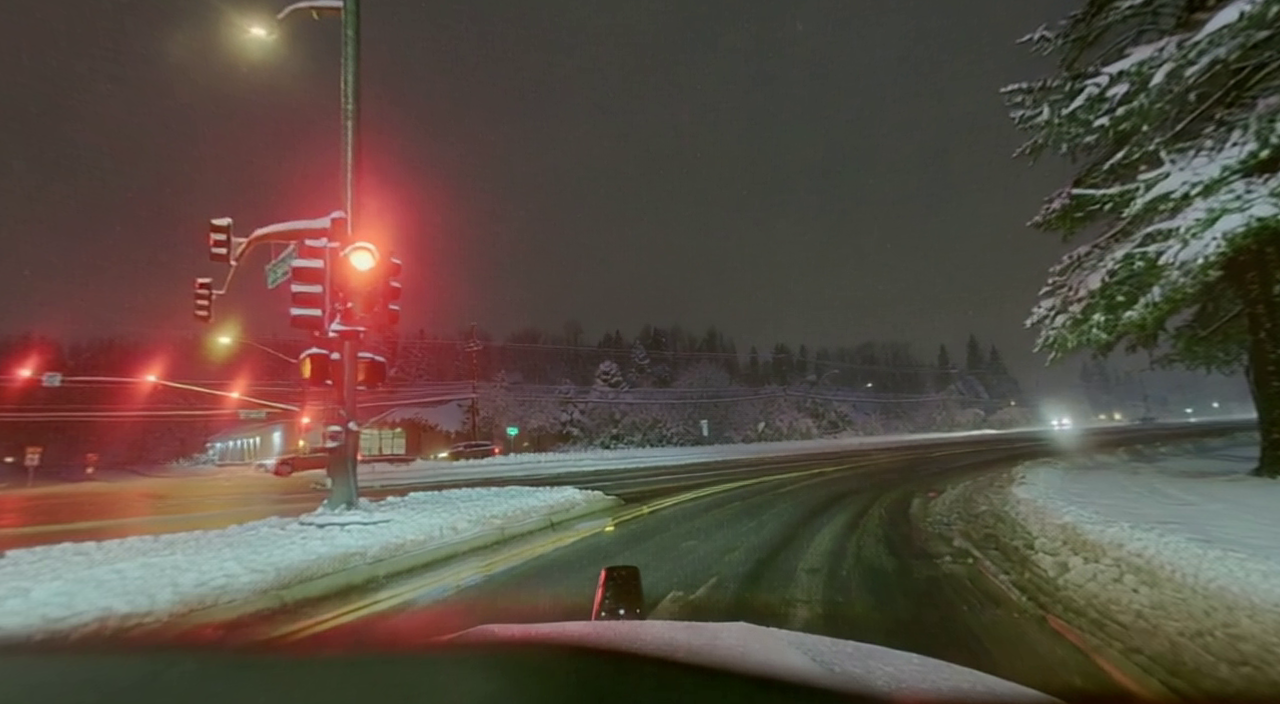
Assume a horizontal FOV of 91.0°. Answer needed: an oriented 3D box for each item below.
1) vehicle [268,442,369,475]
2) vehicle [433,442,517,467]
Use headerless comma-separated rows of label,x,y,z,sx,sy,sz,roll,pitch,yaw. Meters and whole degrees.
vehicle,-18.602,6.152,36.560,4.782,1.776,2.118,7,-11,-39
vehicle,-9.919,6.173,38.045,4.527,1.444,1.811,7,-11,-40
